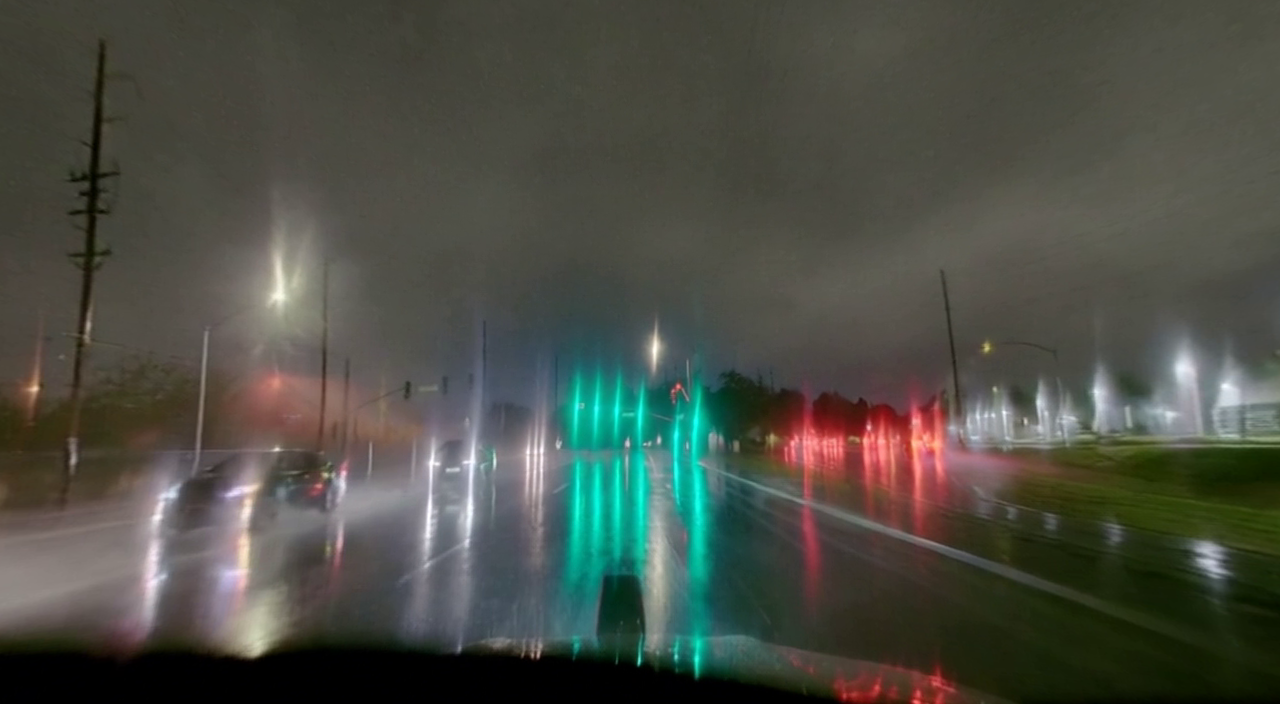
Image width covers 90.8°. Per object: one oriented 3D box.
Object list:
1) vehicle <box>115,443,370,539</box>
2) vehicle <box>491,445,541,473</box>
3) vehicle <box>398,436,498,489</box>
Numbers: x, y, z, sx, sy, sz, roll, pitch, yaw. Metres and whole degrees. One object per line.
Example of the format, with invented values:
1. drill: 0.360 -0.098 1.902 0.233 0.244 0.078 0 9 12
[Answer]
1. vehicle: -7.083 2.473 11.990 2.008 1.456 4.409 0 -8 -1
2. vehicle: -6.978 6.037 35.961 1.854 1.481 4.518 -1 -8 1
3. vehicle: -7.013 4.083 23.728 2.101 1.768 5.040 0 -8 1
